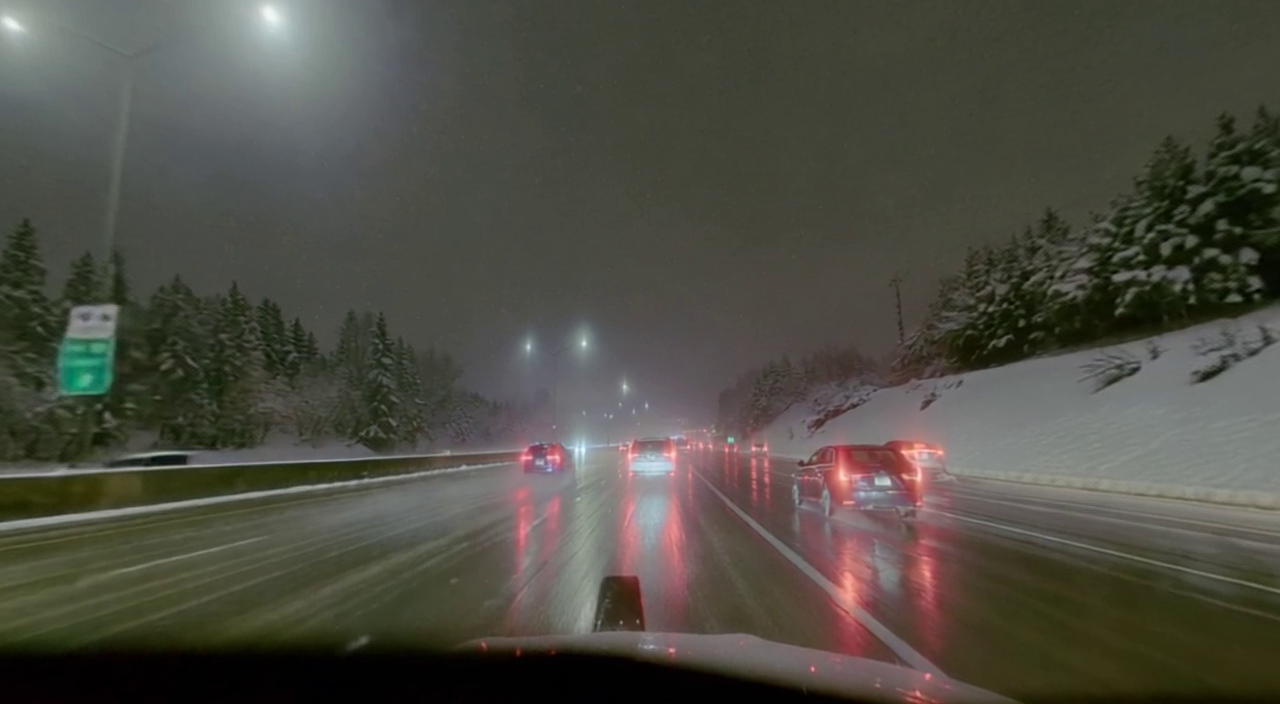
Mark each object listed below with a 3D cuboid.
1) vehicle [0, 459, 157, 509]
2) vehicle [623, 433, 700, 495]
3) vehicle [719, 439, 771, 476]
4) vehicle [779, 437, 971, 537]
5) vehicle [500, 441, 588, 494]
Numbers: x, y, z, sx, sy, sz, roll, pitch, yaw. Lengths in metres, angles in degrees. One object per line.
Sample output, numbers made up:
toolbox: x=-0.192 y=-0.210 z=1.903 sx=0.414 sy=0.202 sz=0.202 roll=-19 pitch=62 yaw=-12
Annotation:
vehicle: x=-20.424 y=4.727 z=22.967 sx=2.031 sy=1.551 sz=4.268 roll=0 pitch=-9 yaw=3
vehicle: x=0.671 y=3.488 z=19.984 sx=2.181 sy=1.728 sz=3.970 roll=0 pitch=-9 yaw=2
vehicle: x=5.322 y=5.410 z=32.538 sx=2.063 sy=1.710 sz=4.591 roll=0 pitch=-9 yaw=2
vehicle: x=4.128 y=2.423 z=11.976 sx=1.999 sy=1.514 sz=4.338 roll=0 pitch=-9 yaw=1
vehicle: x=-2.981 y=3.684 z=20.466 sx=2.012 sy=1.495 sz=4.169 roll=0 pitch=-9 yaw=3
